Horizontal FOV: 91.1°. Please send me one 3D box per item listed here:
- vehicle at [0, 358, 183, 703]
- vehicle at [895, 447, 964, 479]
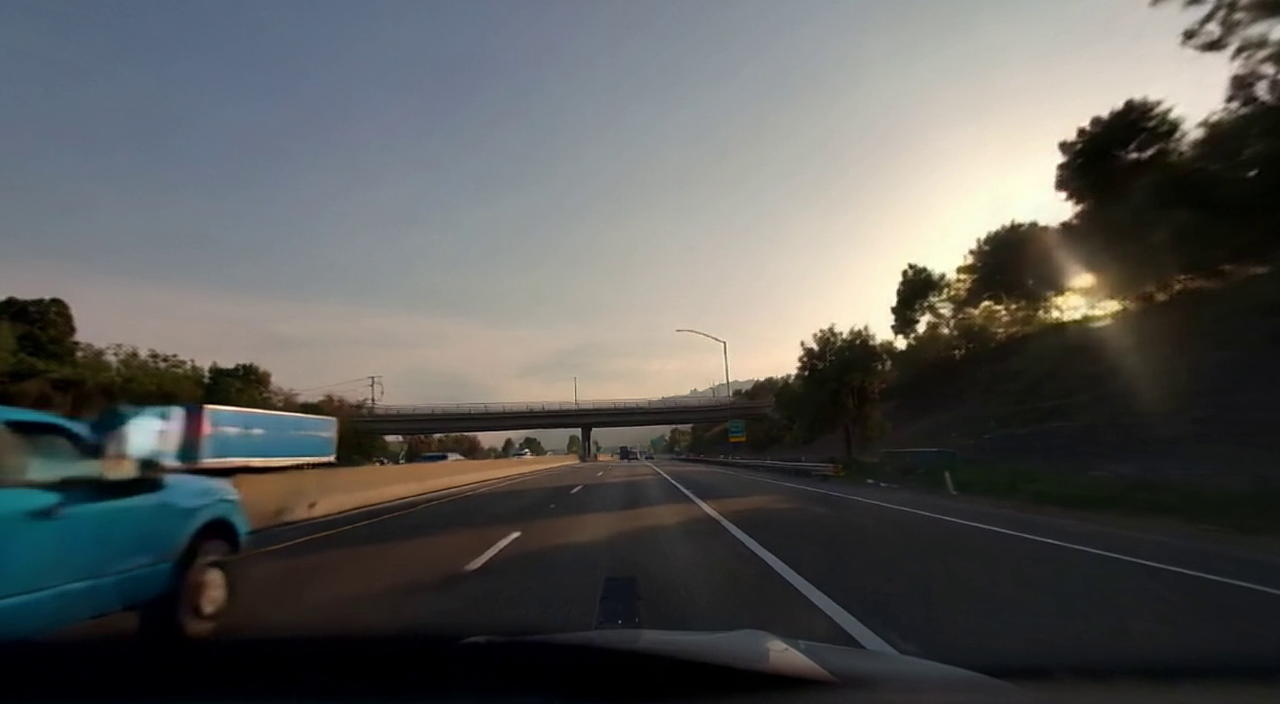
[{"bbox_3d":[-3.720,0.696,1.318,2.152,1.717,4.423,0,-9,0],"label":"vehicle"},{"bbox_3d":[15.468,5.920,33.762,1.834,1.555,3.751,0,-9,-1],"label":"vehicle"}]
